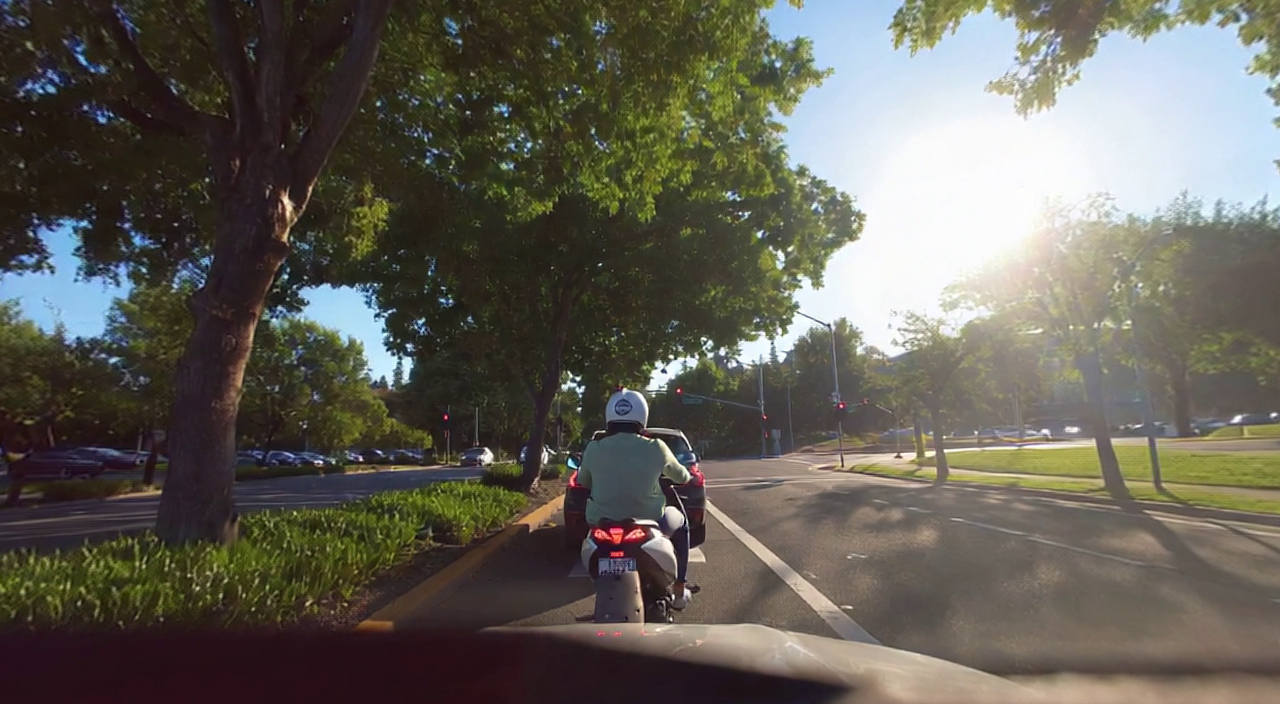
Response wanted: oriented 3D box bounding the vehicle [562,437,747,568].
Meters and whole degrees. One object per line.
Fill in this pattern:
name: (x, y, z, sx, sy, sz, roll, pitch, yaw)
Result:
vehicle: (0.122, 2.028, 9.435, 2.093, 1.450, 4.437, 0, -8, -1)
